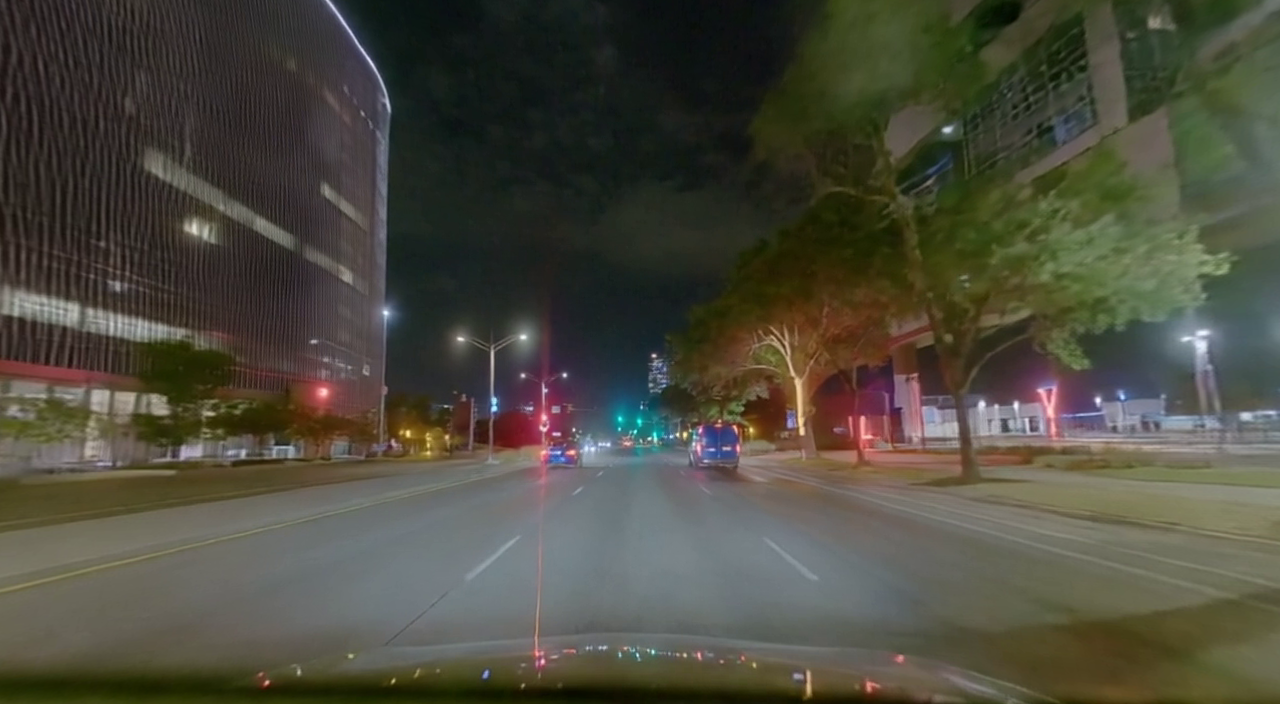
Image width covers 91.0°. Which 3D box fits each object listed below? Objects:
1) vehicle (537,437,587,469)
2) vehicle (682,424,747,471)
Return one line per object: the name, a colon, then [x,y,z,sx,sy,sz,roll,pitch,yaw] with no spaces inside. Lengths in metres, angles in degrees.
vehicle: [-3.711,4.904,30.756,1.864,1.464,4.195,0,-8,1]
vehicle: [3.226,4.275,28.279,2.200,1.914,5.145,0,-8,-1]
